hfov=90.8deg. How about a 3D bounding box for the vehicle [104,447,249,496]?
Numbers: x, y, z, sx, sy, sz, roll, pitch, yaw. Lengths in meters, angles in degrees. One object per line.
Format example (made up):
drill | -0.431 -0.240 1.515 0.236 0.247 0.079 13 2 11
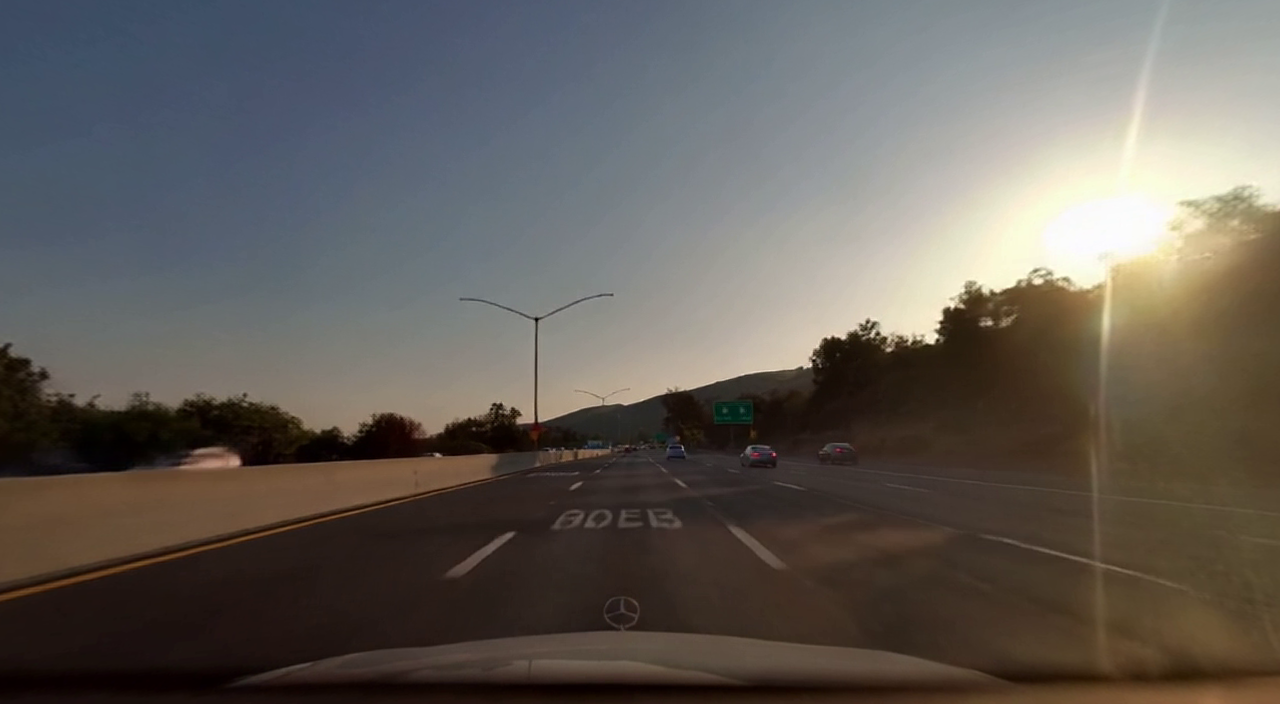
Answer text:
vehicle | -18.238 4.682 25.258 2.001 1.640 4.894 0 -8 1

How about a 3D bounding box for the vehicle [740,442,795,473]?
vehicle | 6.719 5.591 33.655 2.038 1.528 3.910 0 -9 -1

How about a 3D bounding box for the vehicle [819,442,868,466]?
vehicle | 14.606 7.345 45.653 2.025 1.595 4.268 0 -9 -1
